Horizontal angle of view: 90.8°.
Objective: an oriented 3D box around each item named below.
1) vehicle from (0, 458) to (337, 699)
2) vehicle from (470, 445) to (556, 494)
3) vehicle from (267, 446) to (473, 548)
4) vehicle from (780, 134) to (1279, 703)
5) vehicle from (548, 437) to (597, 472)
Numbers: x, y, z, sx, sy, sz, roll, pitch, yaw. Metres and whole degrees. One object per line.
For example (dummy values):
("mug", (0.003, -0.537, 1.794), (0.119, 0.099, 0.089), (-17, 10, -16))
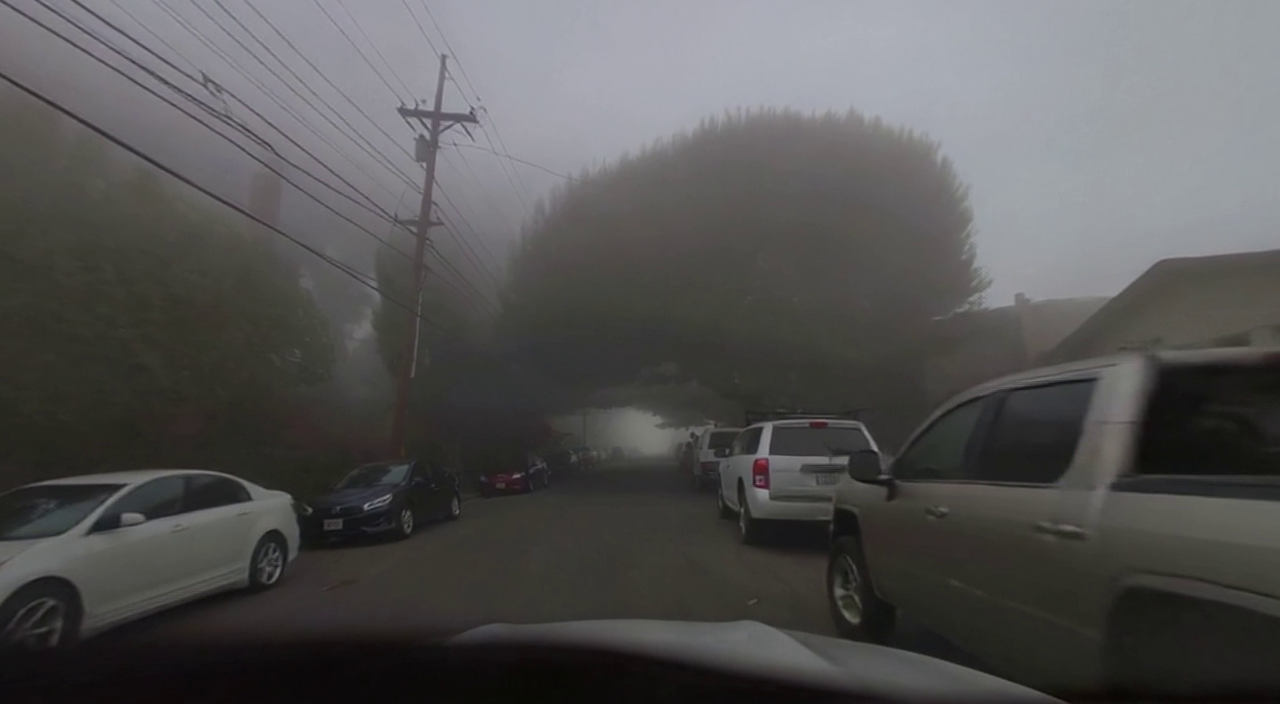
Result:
("vehicle", (-4.879, 1.725, 5.701), (1.932, 1.431, 4.198), (-1, -8, 5))
("vehicle", (-4.403, 4.121, 22.641), (1.988, 1.541, 4.686), (-1, -8, 2))
("vehicle", (-4.737, 2.561, 11.910), (1.796, 1.532, 4.244), (-1, -8, 4))
("vehicle", (2.131, 0.782, 2.667), (2.032, 1.839, 4.597), (0, -8, 0))
("vehicle", (-3.966, 6.157, 38.099), (2.280, 1.953, 5.092), (0, -8, 1))
